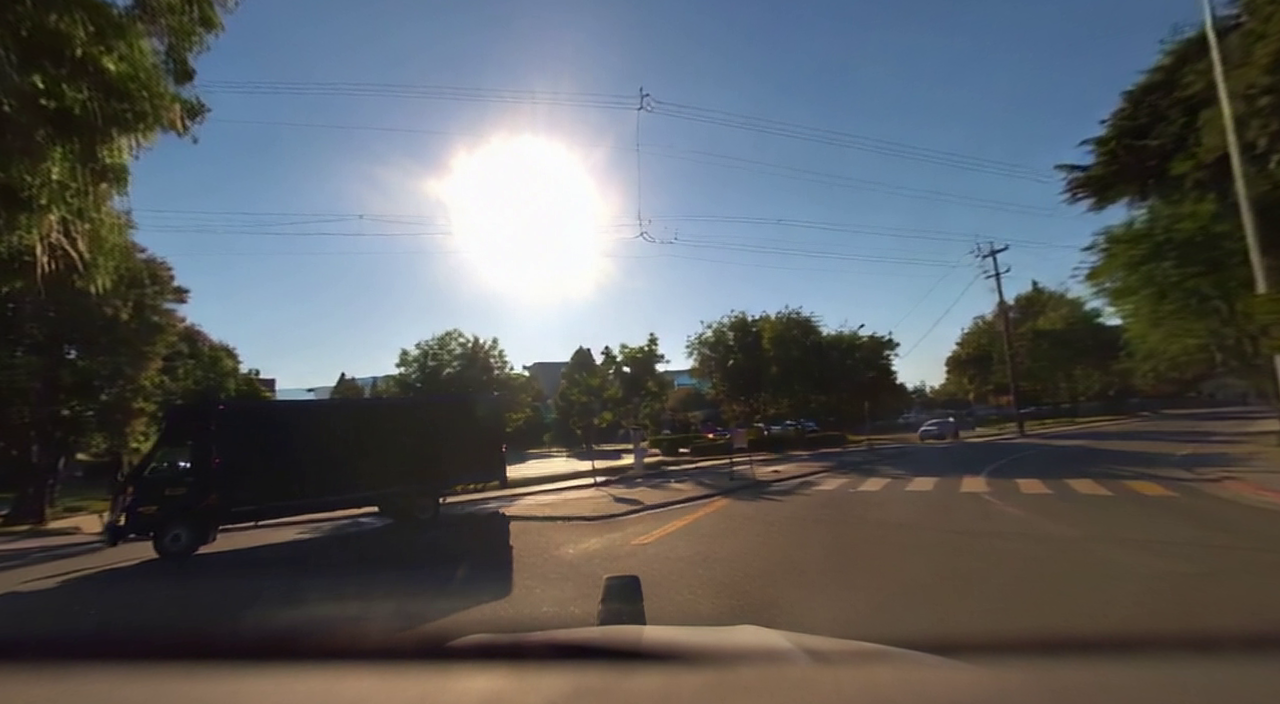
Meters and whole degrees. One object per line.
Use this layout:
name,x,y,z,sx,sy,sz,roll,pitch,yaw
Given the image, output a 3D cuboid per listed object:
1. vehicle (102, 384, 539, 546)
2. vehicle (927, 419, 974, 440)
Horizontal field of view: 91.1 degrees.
vehicle,-7.815,2.675,16.884,9.680,3.326,2.838,3,-8,-34
vehicle,23.400,5.865,47.240,4.075,1.523,1.837,8,-11,-44
